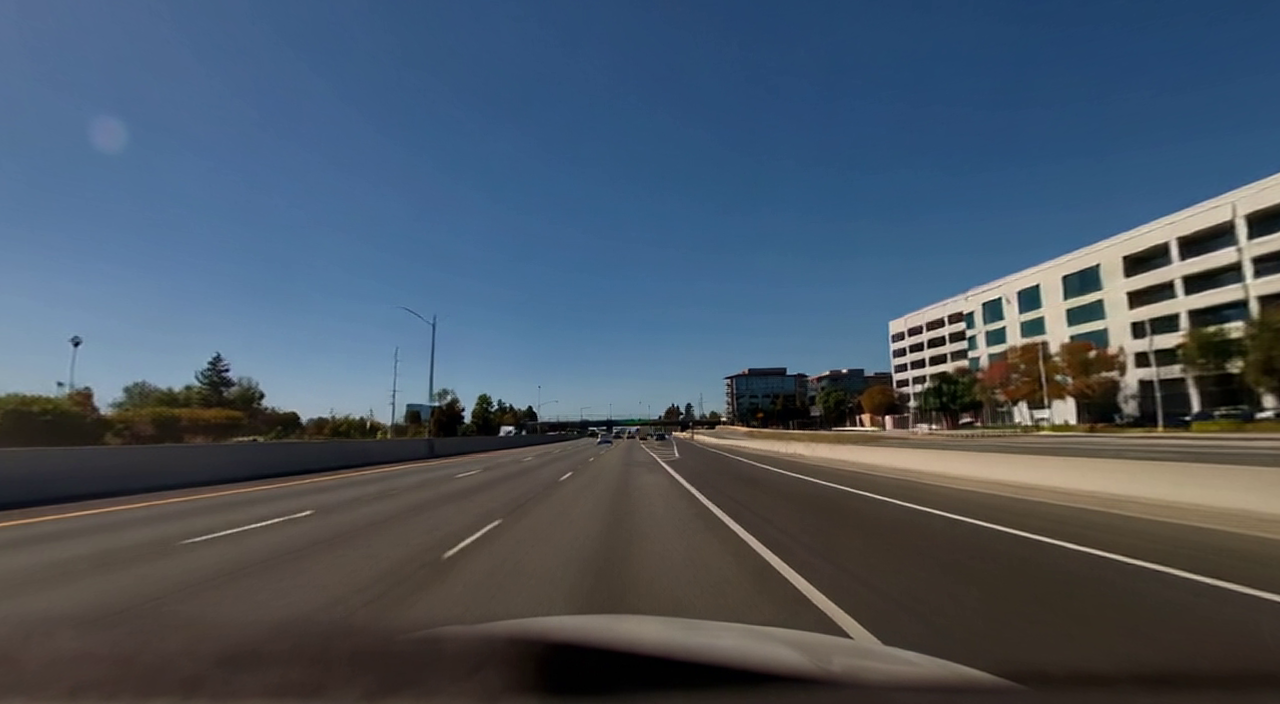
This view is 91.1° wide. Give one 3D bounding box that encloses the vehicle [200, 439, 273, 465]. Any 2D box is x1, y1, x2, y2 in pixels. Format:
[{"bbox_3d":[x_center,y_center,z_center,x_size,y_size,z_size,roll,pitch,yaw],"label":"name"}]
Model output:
[{"bbox_3d":[-24.909,6.180,38.989,1.840,1.491,4.012,0,-8,0],"label":"vehicle"}]
